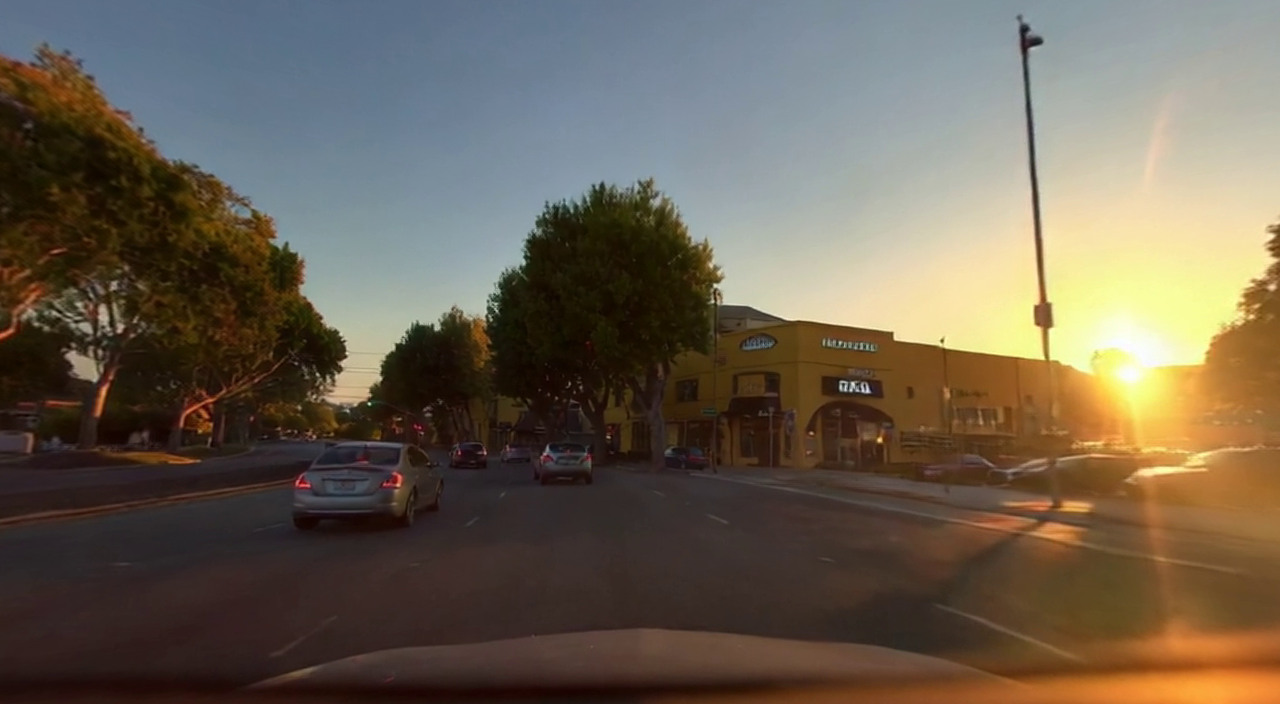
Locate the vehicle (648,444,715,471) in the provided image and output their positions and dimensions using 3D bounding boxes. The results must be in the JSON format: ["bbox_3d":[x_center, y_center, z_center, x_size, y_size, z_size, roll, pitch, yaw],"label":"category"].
[{"bbox_3d":[2.765,7.216,43.361,2.095,1.697,4.801,6,-10,-34],"label":"vehicle"}]

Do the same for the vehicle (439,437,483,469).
[{"bbox_3d":[-9.489,5.283,33.118,2.042,1.593,3.956,3,-9,-17],"label":"vehicle"}]

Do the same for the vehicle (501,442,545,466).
[{"bbox_3d":[-7.362,6.331,39.236,1.920,1.416,4.310,3,-9,-20],"label":"vehicle"}]

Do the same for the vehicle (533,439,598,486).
[{"bbox_3d":[-2.769,3.883,22.544,2.001,1.483,4.442,2,-8,-11],"label":"vehicle"}]

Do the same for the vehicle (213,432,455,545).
[{"bbox_3d":[-4.788,2.172,10.881,2.105,1.477,4.857,1,-8,-5],"label":"vehicle"}]

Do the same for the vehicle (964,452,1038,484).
[{"bbox_3d":[20.904,6.636,36.359,4.486,1.658,2.031,6,-10,-37],"label":"vehicle"}]

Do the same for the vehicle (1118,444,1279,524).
[{"bbox_3d":[13.936,2.922,14.238,4.442,1.646,2.106,0,-8,2],"label":"vehicle"}]
